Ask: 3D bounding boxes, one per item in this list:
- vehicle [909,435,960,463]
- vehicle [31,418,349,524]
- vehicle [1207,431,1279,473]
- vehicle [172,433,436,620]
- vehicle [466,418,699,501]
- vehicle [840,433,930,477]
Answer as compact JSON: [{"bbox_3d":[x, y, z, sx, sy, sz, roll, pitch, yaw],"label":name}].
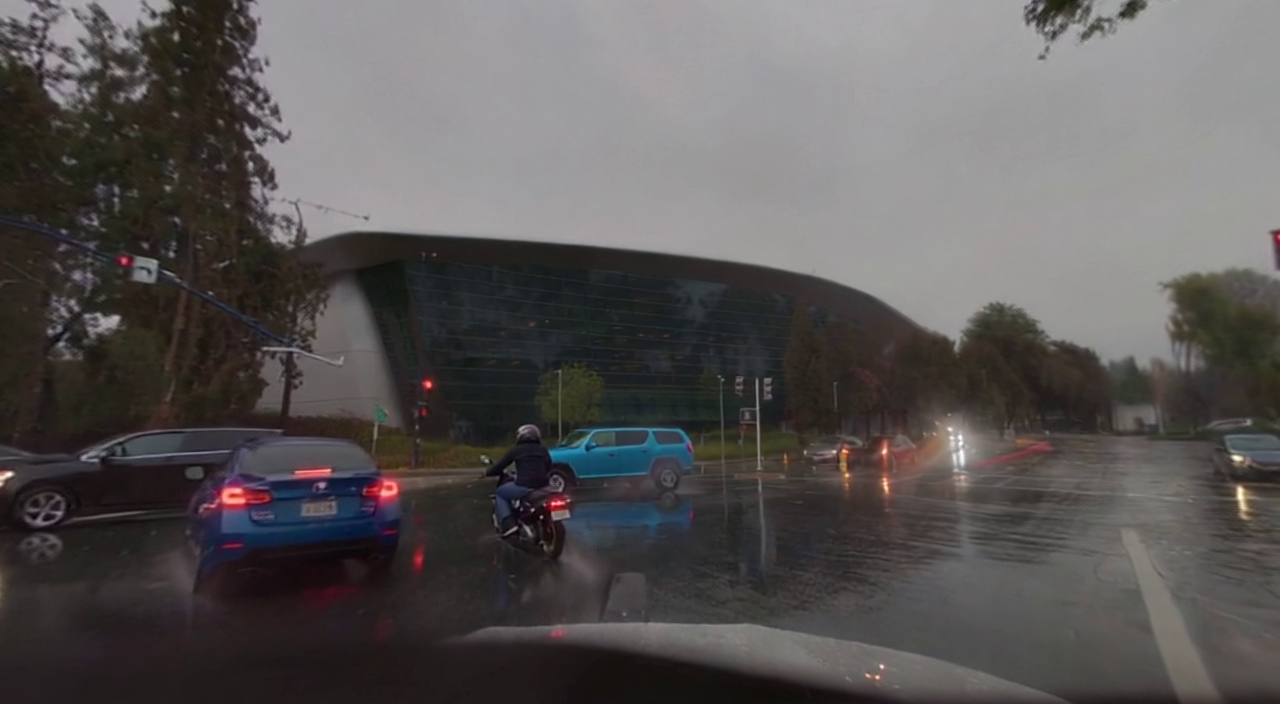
[{"bbox_3d":[17.522,5.754,37.395,2.024,1.543,4.028,-6,-10,33],"label":"vehicle"},{"bbox_3d":[-8.229,2.185,11.821,4.583,1.755,1.936,-1,-8,6],"label":"vehicle"},{"bbox_3d":[23.772,3.835,24.384,1.872,1.467,4.385,-5,-10,31],"label":"vehicle"},{"bbox_3d":[-4.077,1.710,7.301,2.009,1.450,4.182,6,-10,-35],"label":"vehicle"},{"bbox_3d":[-1.580,2.835,17.024,5.833,1.960,2.341,2,-9,-18],"label":"vehicle"},{"bbox_3d":[10.321,4.244,26.378,2.084,1.656,4.583,-7,-11,38],"label":"vehicle"}]
